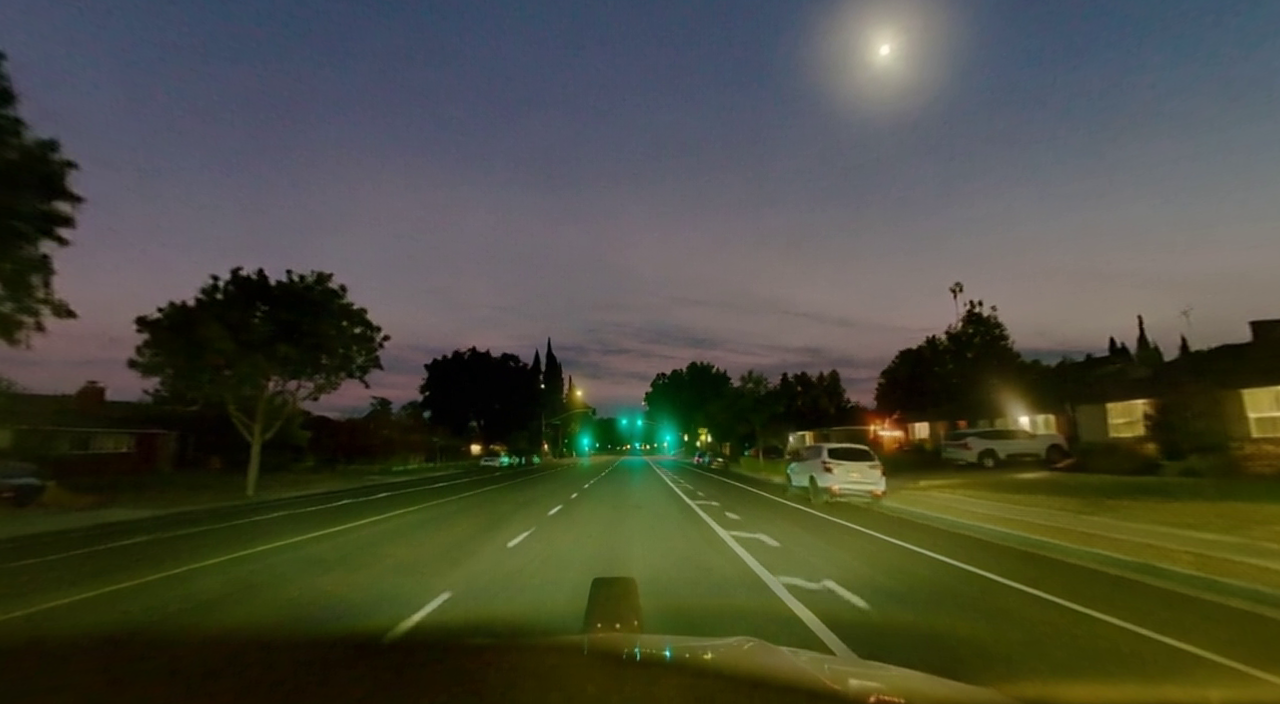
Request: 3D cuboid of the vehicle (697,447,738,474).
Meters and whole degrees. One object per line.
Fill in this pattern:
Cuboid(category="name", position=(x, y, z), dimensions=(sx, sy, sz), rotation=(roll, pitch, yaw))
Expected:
Cuboid(category="vehicle", position=(4.789, 6.758, 39.689), dimensions=(1.900, 1.608, 5.037), rotation=(0, -8, -1))

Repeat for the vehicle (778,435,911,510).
Cuboid(category="vehicle", position=(5.148, 3.073, 16.632), dimensions=(2.001, 1.693, 4.311), rotation=(0, -8, 0))

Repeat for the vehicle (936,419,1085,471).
Cuboid(category="vehicle", position=(15.878, 4.028, 27.318), dimensions=(4.921, 2.117, 2.249), rotation=(-1, -8, 3))
